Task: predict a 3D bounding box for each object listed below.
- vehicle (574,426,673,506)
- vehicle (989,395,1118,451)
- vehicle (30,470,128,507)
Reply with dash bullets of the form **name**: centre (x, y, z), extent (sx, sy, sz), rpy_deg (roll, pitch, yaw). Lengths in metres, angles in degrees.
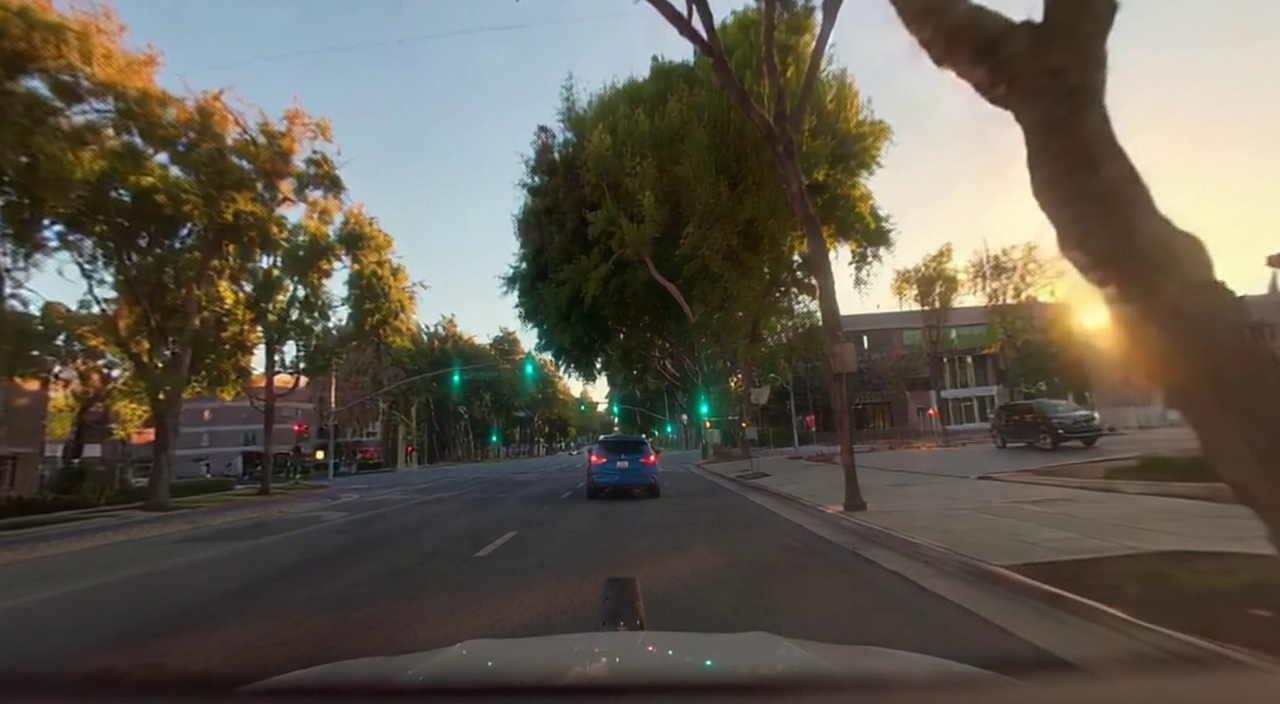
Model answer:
- **vehicle**: centre (-0.389, 2.757, 15.747), extent (2.136, 1.703, 3.910), rpy_deg (0, -8, -1)
- **vehicle**: centre (16.378, 2.921, 25.439), extent (2.039, 1.990, 5.111), rpy_deg (-1, -8, 5)
- **vehicle**: centre (-28.553, 6.922, 32.319), extent (1.771, 1.435, 4.144), rpy_deg (-7, -9, -9)
